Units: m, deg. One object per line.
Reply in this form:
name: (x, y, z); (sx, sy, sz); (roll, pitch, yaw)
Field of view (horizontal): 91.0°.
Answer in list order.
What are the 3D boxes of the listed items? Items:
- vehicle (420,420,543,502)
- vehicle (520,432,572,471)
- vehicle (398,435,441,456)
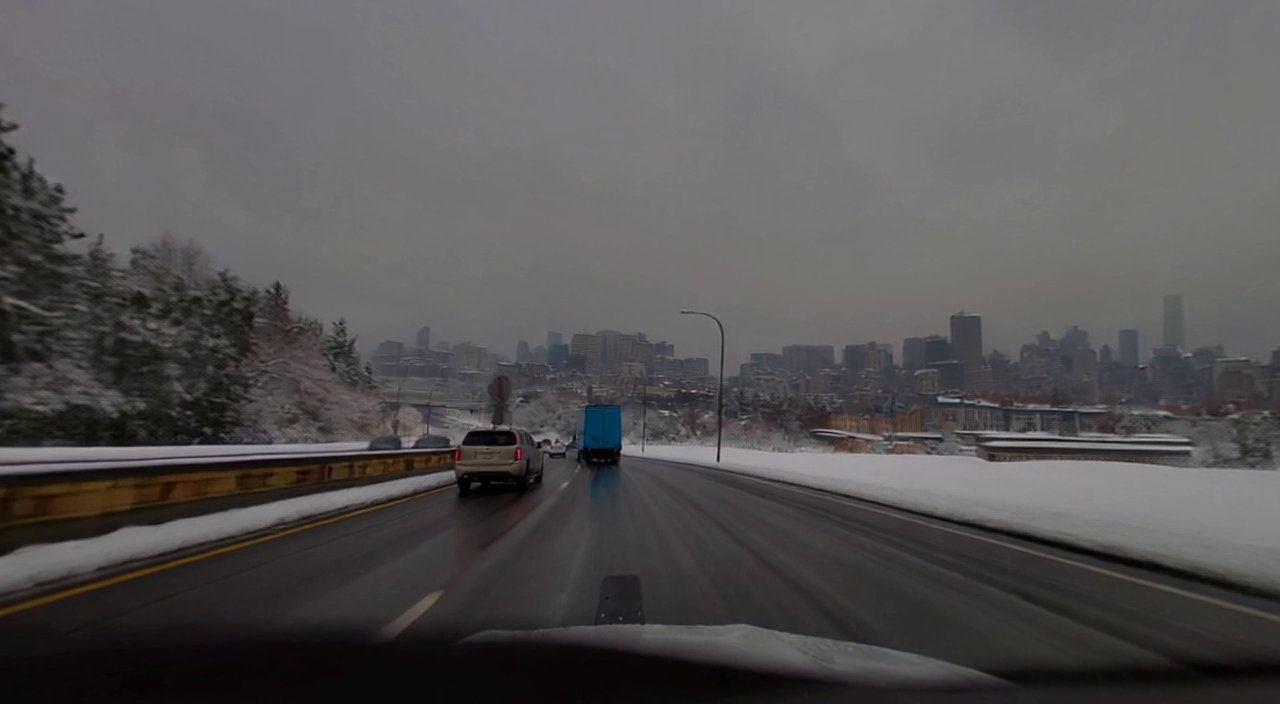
vehicle: (-3.755, 2.672, 15.804); (2.041, 1.734, 4.391); (1, -8, -1)
vehicle: (-4.520, 4.880, 31.046); (2.044, 1.740, 4.361); (1, -9, -2)
vehicle: (-16.179, 6.885, 46.394); (1.829, 1.490, 4.148); (1, -9, -4)
